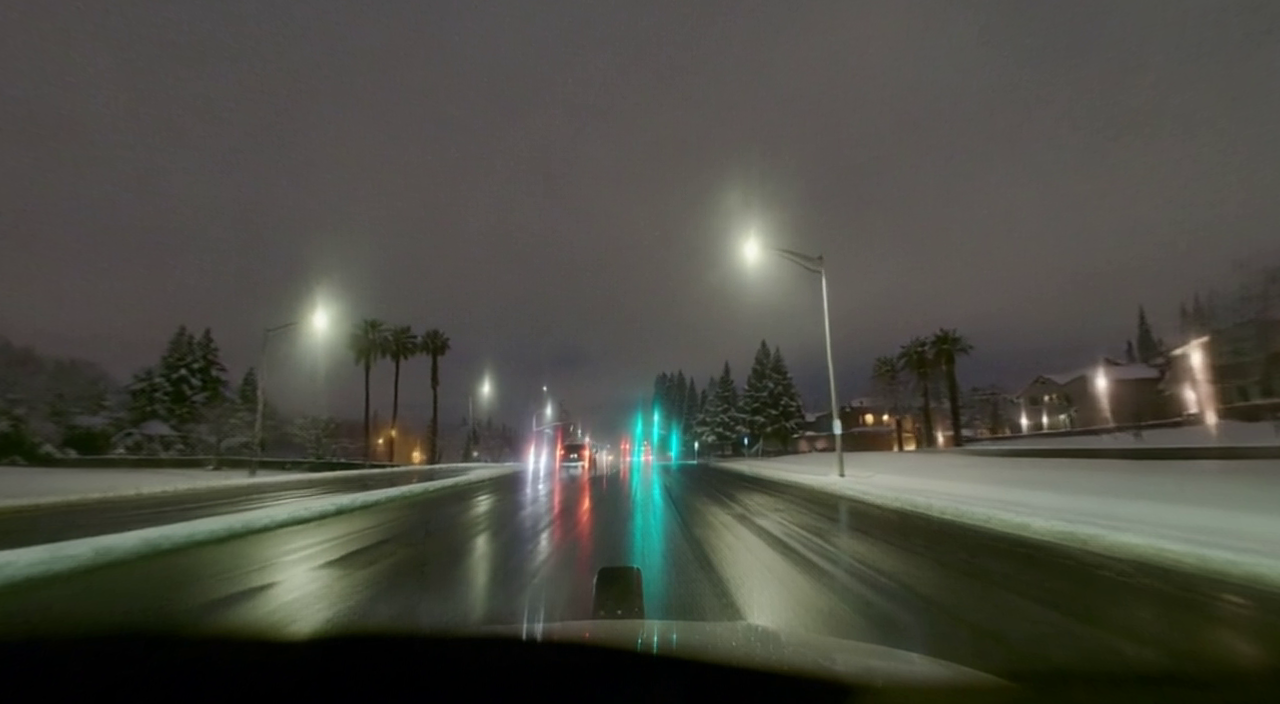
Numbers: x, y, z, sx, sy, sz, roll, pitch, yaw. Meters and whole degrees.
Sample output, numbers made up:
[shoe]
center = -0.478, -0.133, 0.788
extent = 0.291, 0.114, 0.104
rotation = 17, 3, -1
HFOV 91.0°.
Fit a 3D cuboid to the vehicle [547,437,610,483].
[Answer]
[vehicle]
center = -2.763, 5.069, 29.867
extent = 2.370, 1.968, 5.698
rotation = 0, -9, 0
